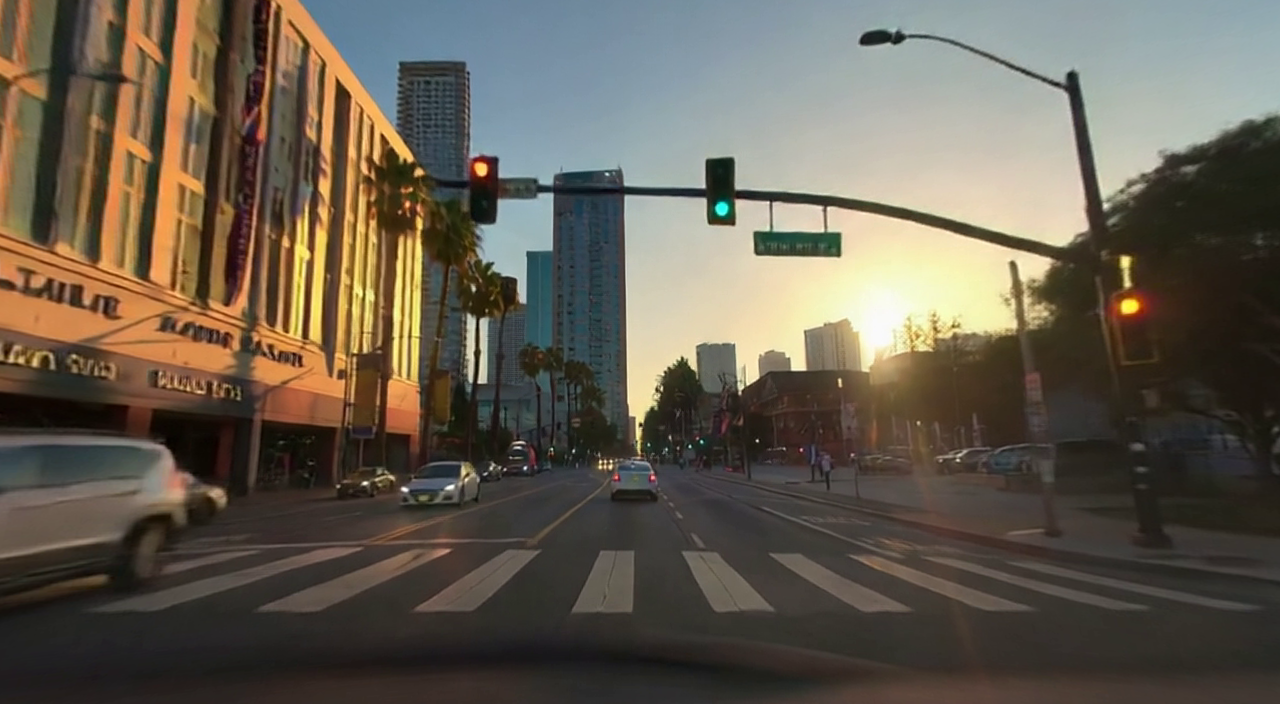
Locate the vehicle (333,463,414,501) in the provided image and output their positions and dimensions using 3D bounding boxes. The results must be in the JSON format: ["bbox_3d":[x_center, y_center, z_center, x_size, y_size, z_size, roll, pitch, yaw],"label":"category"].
[{"bbox_3d":[-12.719,6.290,30.418,1.914,1.551,4.634,-4,-12,0],"label":"vehicle"}]

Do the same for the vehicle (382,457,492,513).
[{"bbox_3d":[-6.240,4.111,19.967,1.951,1.476,4.452,-1,-9,1],"label":"vehicle"}]

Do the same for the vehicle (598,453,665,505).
[{"bbox_3d":[-0.298,4.445,22.498,2.145,1.632,3.972,0,-9,-1],"label":"vehicle"}]

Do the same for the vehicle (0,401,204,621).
[{"bbox_3d":[-6.618,1.404,5.569,2.070,1.893,4.738,0,-9,0],"label":"vehicle"}]
